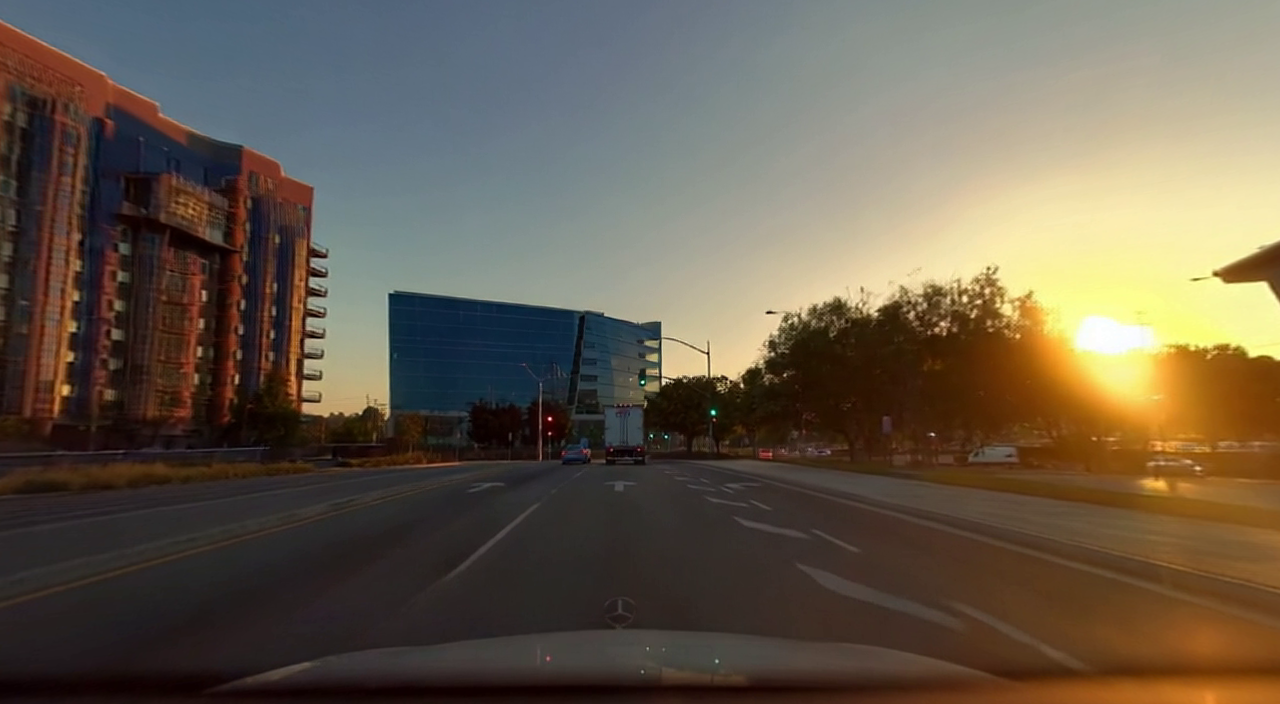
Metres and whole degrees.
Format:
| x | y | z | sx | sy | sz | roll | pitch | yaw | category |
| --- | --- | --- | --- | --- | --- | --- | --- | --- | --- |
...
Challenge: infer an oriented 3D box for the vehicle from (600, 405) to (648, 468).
| x | y | z | sx | sy | sz | roll | pitch | yaw | category |
| --- | --- | --- | --- | --- | --- | --- | --- | --- | --- |
| -1.046 | 5.658 | 42.226 | 2.876 | 3.724 | 9.351 | 0 | -8 | -1 | vehicle |

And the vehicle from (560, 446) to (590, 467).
| x | y | z | sx | sy | sz | roll | pitch | yaw | category |
| --- | --- | --- | --- | --- | --- | --- | --- | --- | --- |
| -4.869 | 7.904 | 47.691 | 1.917 | 1.462 | 3.878 | 0 | -8 | -1 | vehicle |
